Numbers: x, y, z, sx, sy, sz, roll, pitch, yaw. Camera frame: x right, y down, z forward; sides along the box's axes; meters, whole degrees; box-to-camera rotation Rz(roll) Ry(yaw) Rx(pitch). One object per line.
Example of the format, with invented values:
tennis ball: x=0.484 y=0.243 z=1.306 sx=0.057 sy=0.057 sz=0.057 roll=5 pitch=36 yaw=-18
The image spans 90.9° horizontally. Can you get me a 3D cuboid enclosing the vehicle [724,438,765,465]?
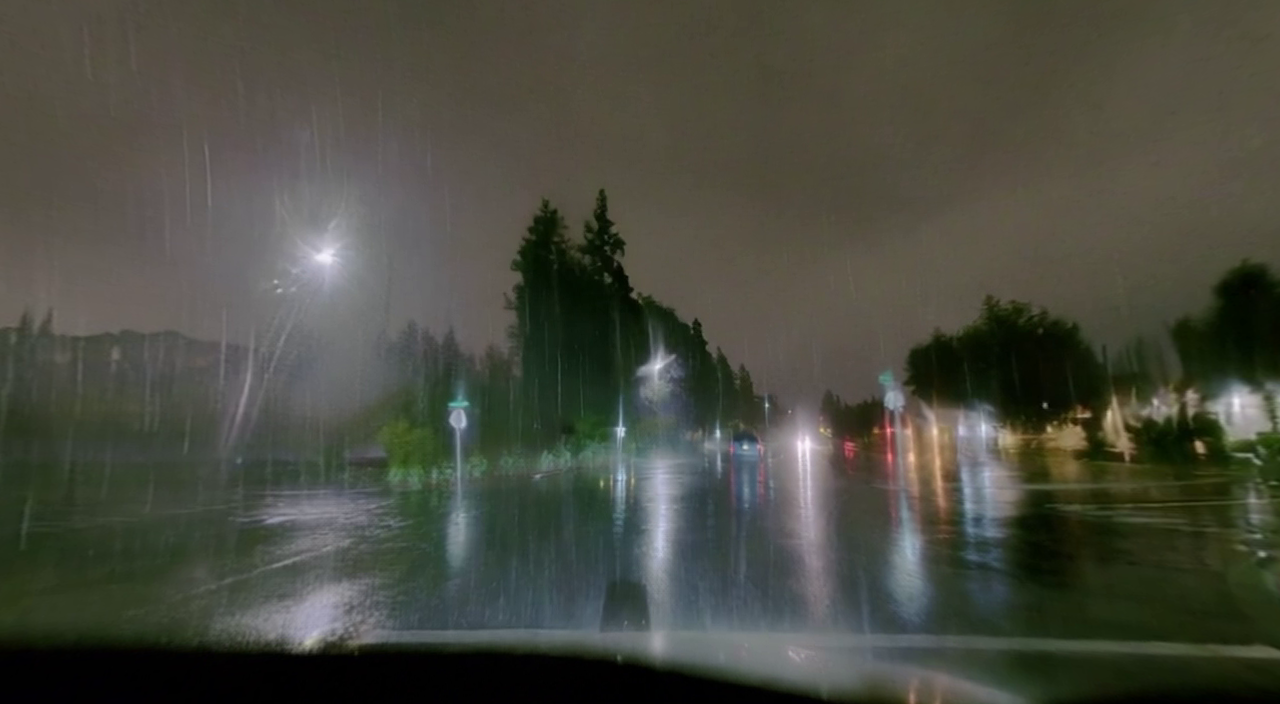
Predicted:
vehicle: x=8.163 y=7.651 z=48.774 sx=2.258 sy=1.947 sz=4.762 roll=-3 pitch=-9 yaw=20
